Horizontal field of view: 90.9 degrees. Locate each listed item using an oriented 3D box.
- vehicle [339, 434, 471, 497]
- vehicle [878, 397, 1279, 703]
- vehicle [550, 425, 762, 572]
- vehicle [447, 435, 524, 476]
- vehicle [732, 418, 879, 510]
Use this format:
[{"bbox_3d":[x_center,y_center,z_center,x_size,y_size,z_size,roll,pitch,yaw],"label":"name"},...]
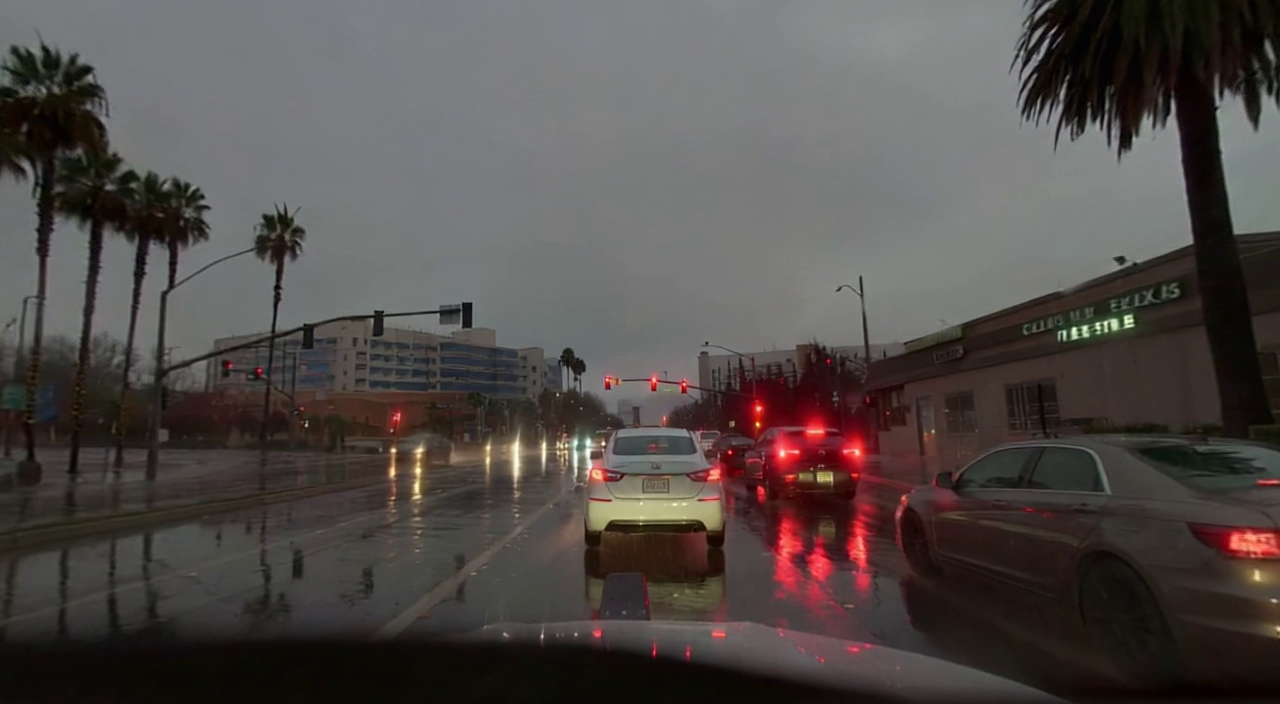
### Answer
[{"bbox_3d":[-6.263,3.057,17.379,1.900,1.487,4.165,0,-8,2],"label":"vehicle"},{"bbox_3d":[3.545,1.218,4.475,1.910,1.490,4.661,0,-8,1],"label":"vehicle"},{"bbox_3d":[0.174,1.787,8.460,2.140,1.474,4.026,0,-8,0],"label":"vehicle"},{"bbox_3d":[-6.059,4.103,25.223,1.822,1.456,4.396,-1,-8,2],"label":"vehicle"},{"bbox_3d":[3.498,2.466,14.302,2.169,1.751,4.276,0,-8,0],"label":"vehicle"}]
